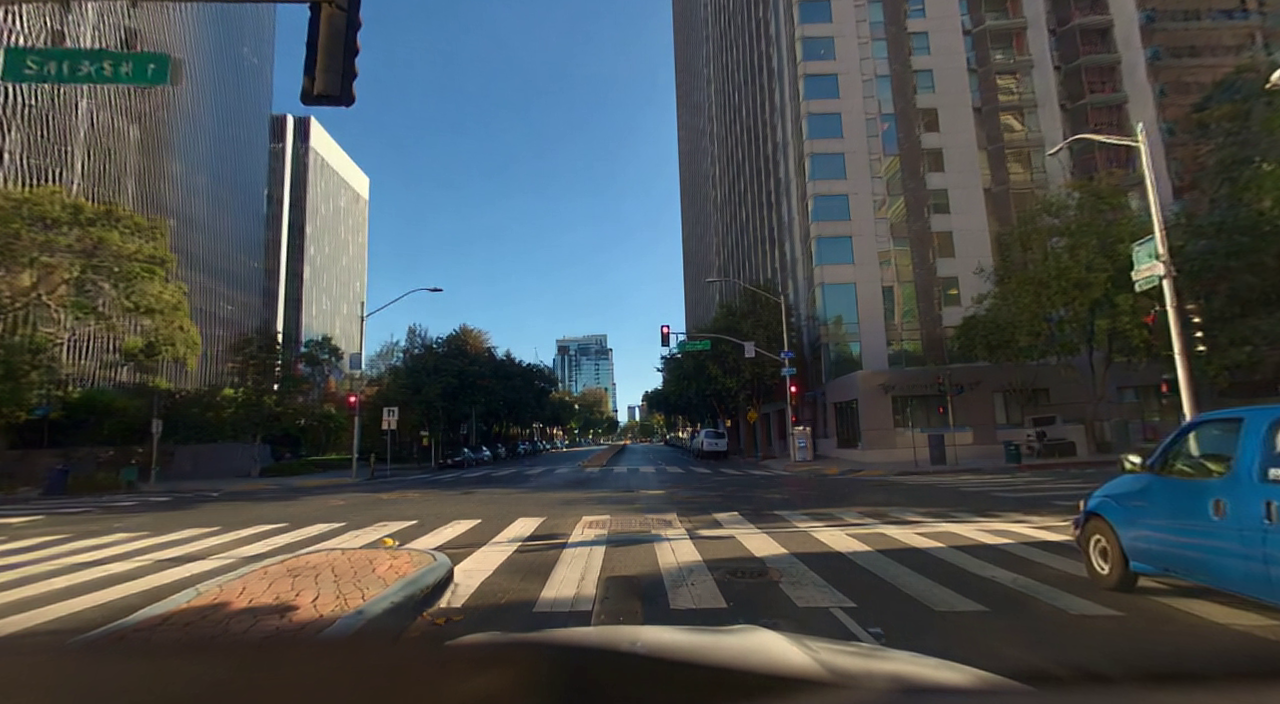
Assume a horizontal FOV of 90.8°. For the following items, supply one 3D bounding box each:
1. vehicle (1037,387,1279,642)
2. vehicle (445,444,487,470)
[{"bbox_3d":[5.618,1.180,4.650,2.070,1.804,4.881,0,-8,-2],"label":"vehicle"},{"bbox_3d":[-12.445,7.502,45.395,1.935,1.639,4.244,-3,-8,-2],"label":"vehicle"}]
